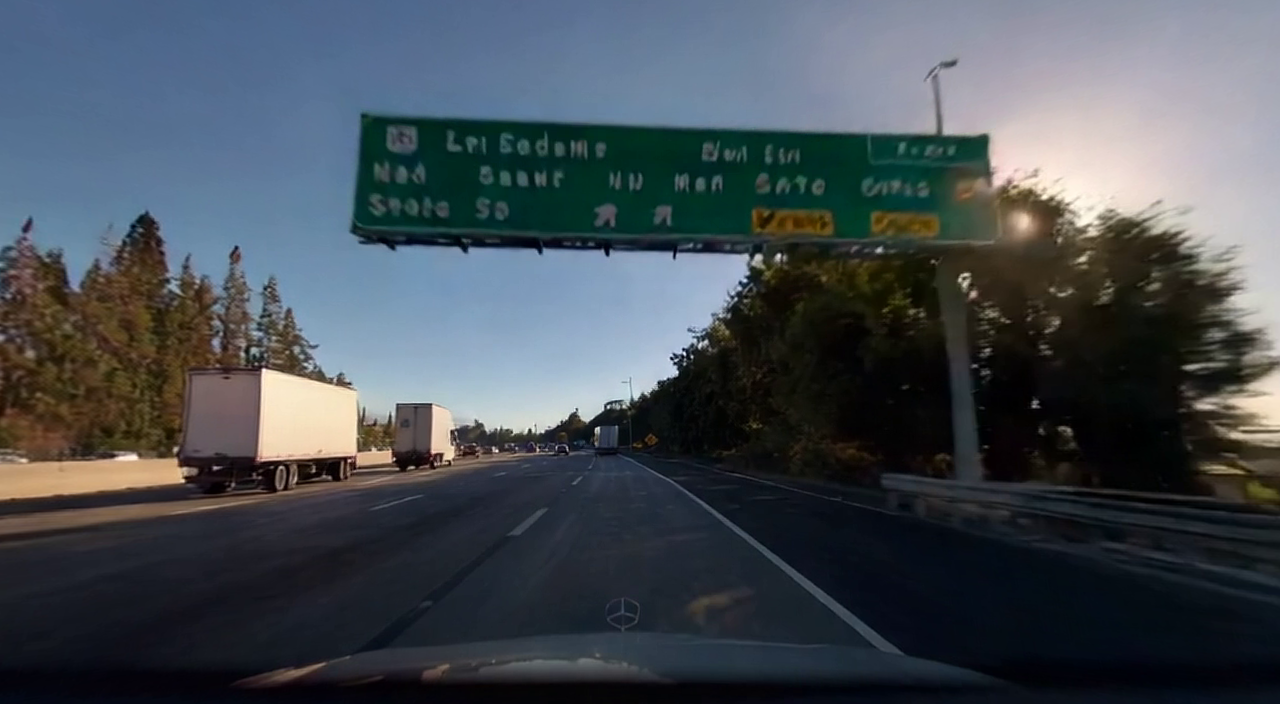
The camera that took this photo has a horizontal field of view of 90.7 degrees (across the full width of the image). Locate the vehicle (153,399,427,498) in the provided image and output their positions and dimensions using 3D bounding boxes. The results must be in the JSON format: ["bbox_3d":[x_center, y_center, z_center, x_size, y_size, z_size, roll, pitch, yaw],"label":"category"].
[{"bbox_3d":[-12.012,3.716,24.622,3.270,2.674,14.547,0,-8,-3],"label":"vehicle"}]
